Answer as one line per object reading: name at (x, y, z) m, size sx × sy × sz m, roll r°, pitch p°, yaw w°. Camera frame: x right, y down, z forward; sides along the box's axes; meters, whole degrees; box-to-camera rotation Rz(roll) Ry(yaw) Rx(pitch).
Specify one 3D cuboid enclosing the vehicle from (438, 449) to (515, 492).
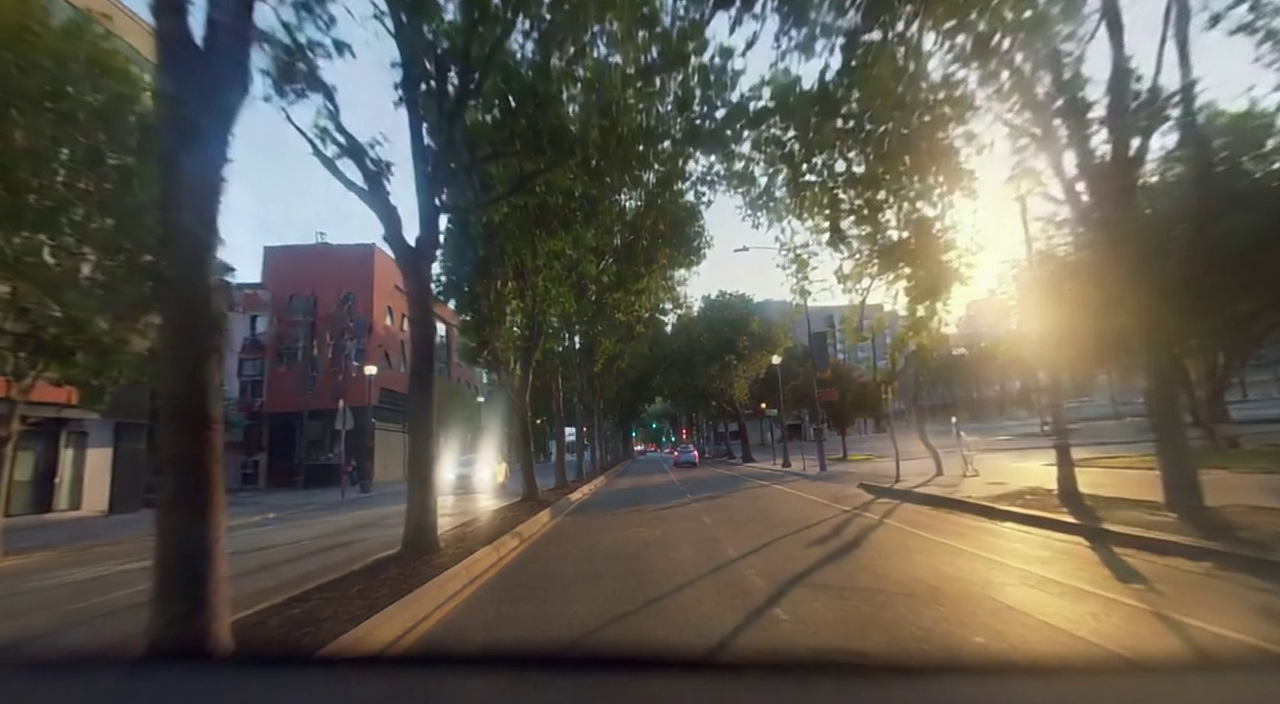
vehicle at (-7.033, 5.132, 27.672) m, size 2.031 × 1.723 × 4.566 m, roll 0°, pitch -9°, yaw 1°

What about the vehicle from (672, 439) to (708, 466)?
vehicle at (3.309, 6.799, 42.574) m, size 2.129 × 1.719 × 4.205 m, roll 0°, pitch -9°, yaw 0°
